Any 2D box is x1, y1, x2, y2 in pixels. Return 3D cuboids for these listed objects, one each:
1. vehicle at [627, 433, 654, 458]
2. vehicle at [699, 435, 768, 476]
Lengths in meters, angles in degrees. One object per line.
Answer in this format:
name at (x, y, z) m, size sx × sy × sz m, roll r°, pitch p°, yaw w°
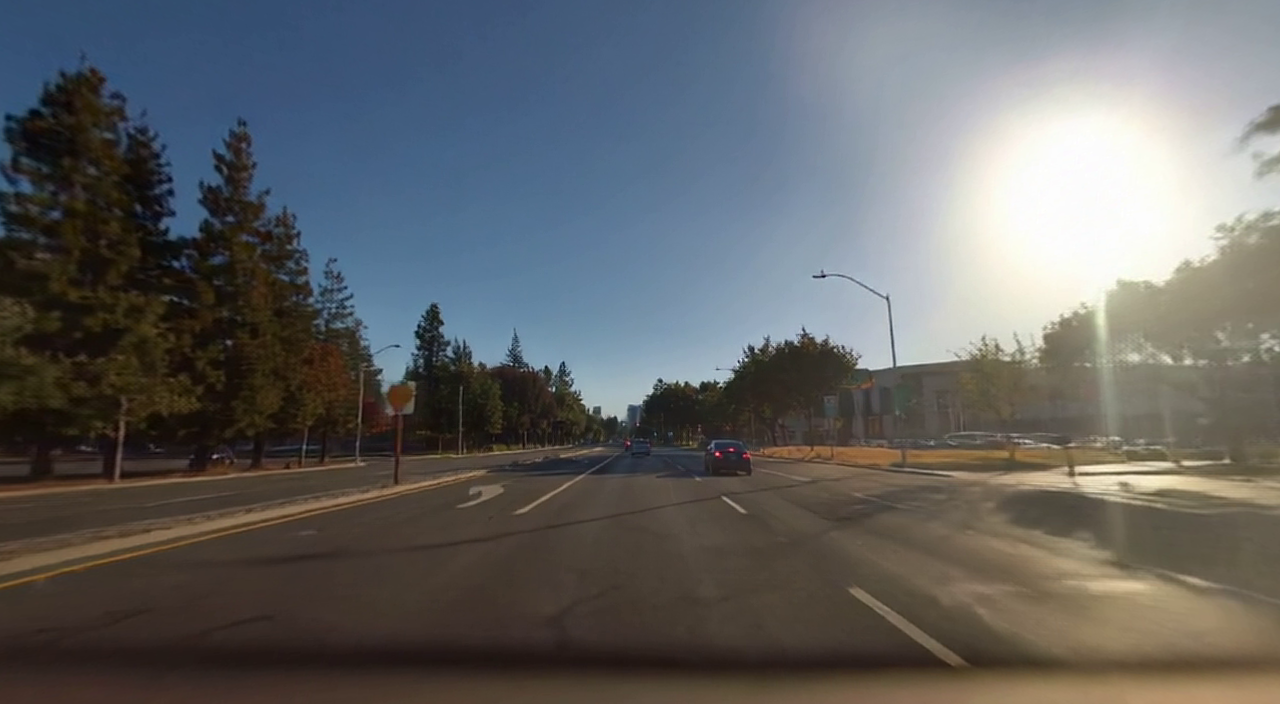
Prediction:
vehicle at (0.030, 7.086, 47.989) m, size 1.988 × 1.800 × 4.322 m, roll 0°, pitch -8°, yaw 0°
vehicle at (3.645, 4.126, 25.512) m, size 1.948 × 1.479 × 4.620 m, roll 0°, pitch -8°, yaw -2°
